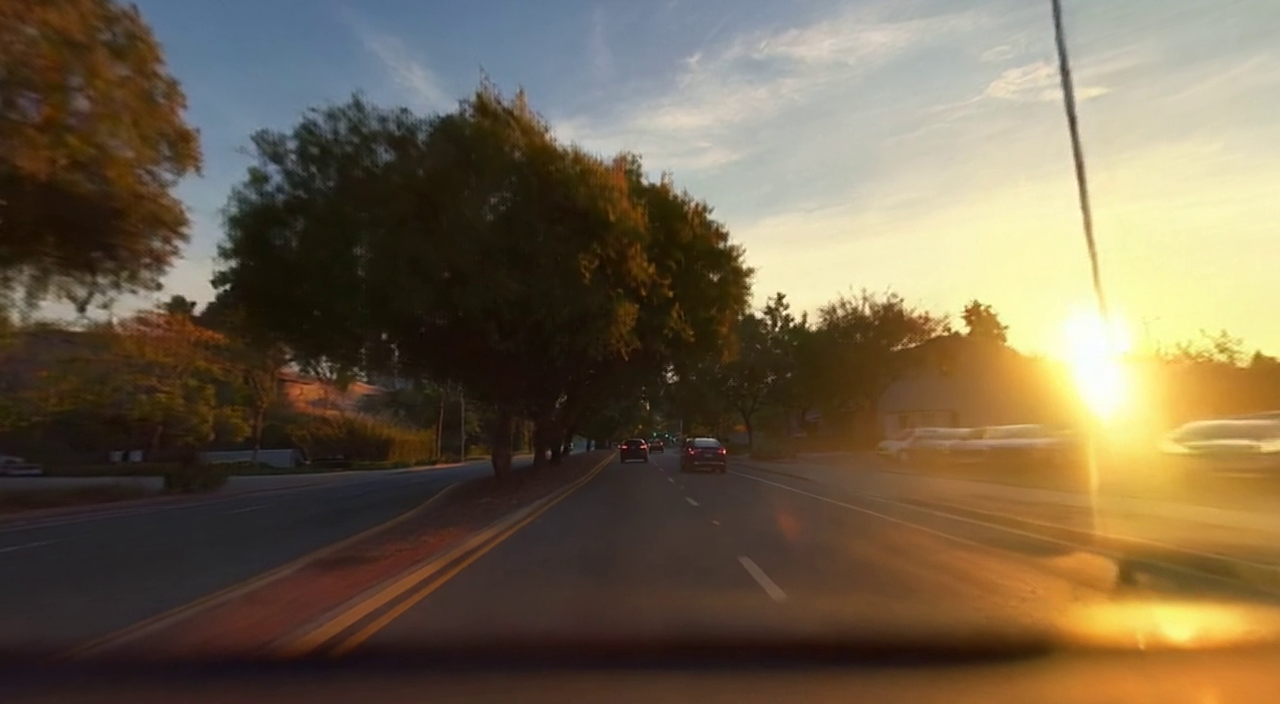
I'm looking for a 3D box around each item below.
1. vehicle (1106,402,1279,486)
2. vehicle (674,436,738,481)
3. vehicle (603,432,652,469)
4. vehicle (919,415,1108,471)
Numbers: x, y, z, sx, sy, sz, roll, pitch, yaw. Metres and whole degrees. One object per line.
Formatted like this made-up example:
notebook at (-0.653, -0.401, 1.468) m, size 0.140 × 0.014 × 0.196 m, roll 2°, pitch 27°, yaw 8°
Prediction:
vehicle at (11.196, 1.739, 11.925) m, size 1.799 × 1.431 × 3.486 m, roll 8°, pitch -12°, yaw -44°
vehicle at (2.486, 4.153, 24.917) m, size 2.003 × 1.614 × 4.072 m, roll 0°, pitch -8°, yaw -1°
vehicle at (-0.699, 5.365, 34.515) m, size 2.488 × 1.881 × 4.814 m, roll 0°, pitch -8°, yaw -1°
vehicle at (11.330, 2.798, 19.394) m, size 4.557 × 1.509 × 1.971 m, roll -8°, pitch -11°, yaw 42°
